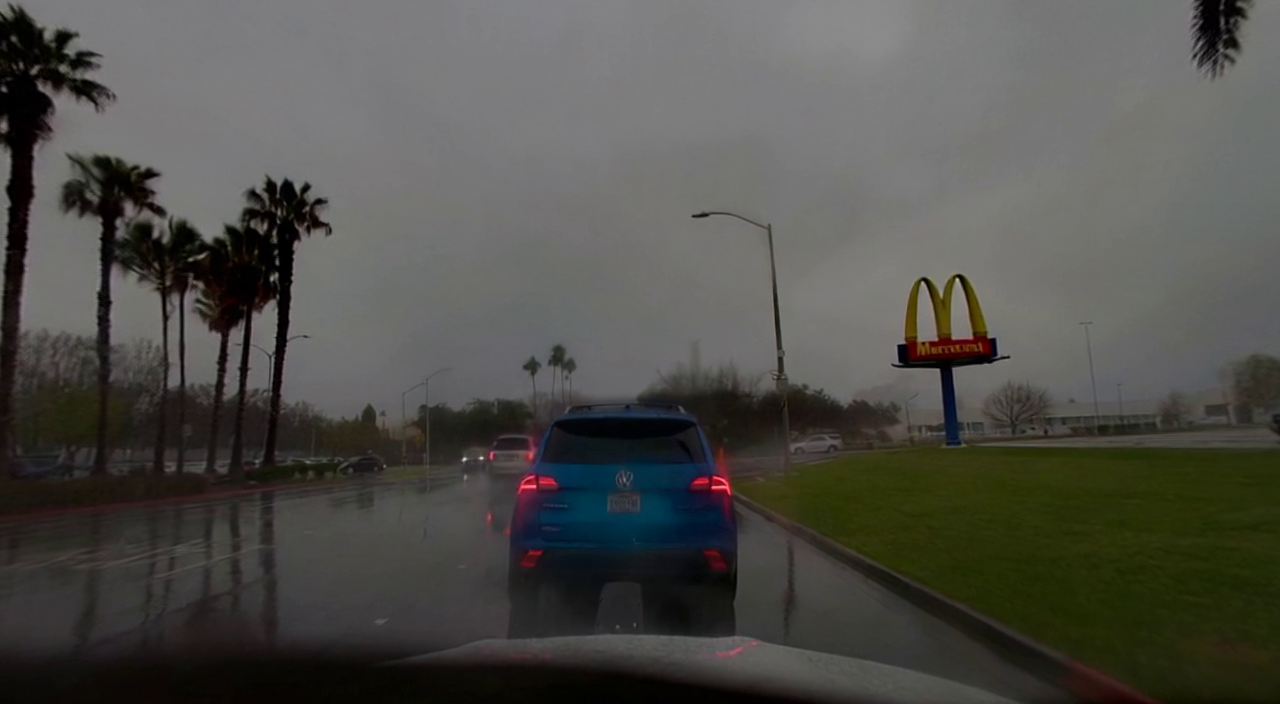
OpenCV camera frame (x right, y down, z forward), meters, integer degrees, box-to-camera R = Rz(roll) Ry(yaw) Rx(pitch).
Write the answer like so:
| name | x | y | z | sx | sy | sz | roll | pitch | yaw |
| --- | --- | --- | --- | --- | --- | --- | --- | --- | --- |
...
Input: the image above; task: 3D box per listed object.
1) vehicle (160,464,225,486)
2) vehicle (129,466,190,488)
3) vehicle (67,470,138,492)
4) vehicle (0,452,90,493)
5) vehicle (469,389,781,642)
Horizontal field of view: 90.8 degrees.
| name | x | y | z | sx | sy | sz | roll | pitch | yaw |
| --- | --- | --- | --- | --- | --- | --- | --- | --- | --- |
| vehicle | -33.285 | 9.173 | 47.094 | 1.792 | 1.439 | 3.952 | -1 | -9 | 3 |
| vehicle | -35.630 | 9.265 | 46.951 | 1.641 | 1.375 | 3.640 | 0 | -9 | 1 |
| vehicle | -39.936 | 9.578 | 47.073 | 1.602 | 1.400 | 4.220 | 0 | -9 | 0 |
| vehicle | -28.051 | 5.387 | 28.310 | 4.584 | 1.714 | 2.186 | 4 | -10 | -27 |
| vehicle | -0.137 | 1.413 | 6.395 | 2.137 | 1.728 | 3.926 | 0 | -9 | -1 |
